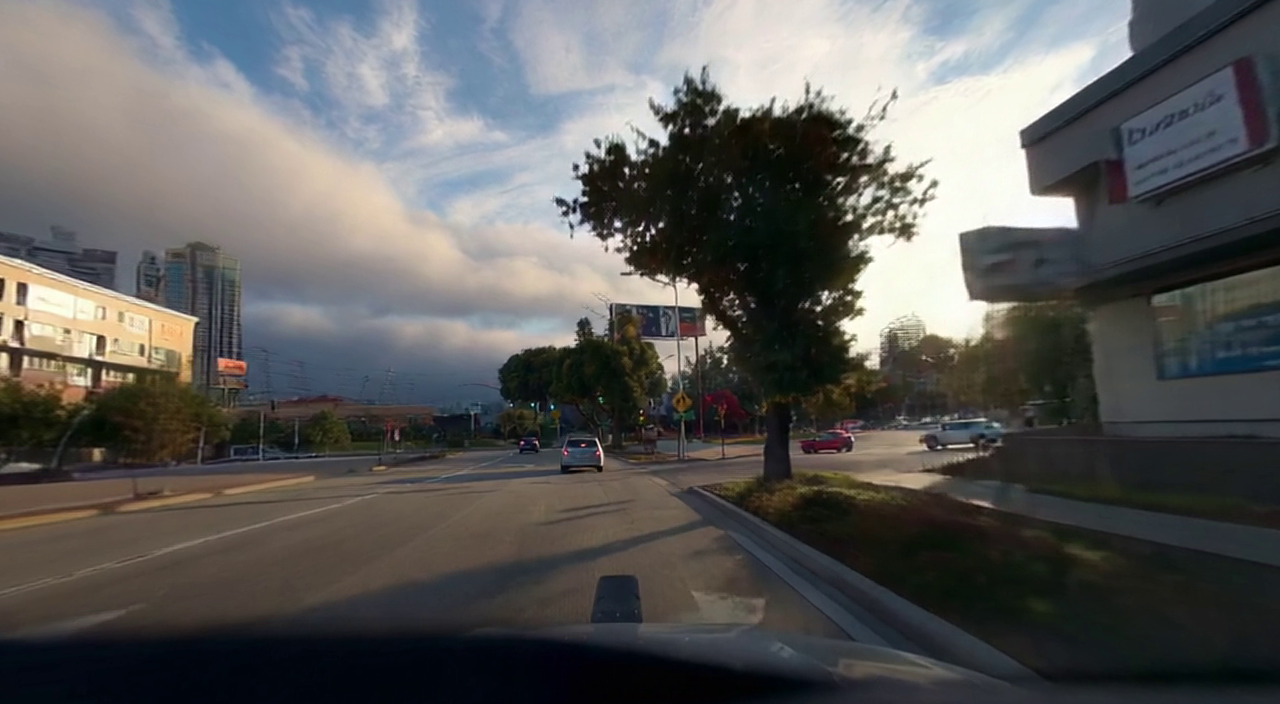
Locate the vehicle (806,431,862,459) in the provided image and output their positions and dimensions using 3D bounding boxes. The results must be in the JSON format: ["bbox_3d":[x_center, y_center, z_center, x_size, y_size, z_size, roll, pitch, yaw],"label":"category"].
[{"bbox_3d":[15.188,7.353,49.649,1.932,1.762,4.835,2,-13,-13],"label":"vehicle"}]

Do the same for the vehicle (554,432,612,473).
[{"bbox_3d":[-2.477,4.183,26.511,2.231,1.572,4.227,1,-8,-7],"label":"vehicle"}]
